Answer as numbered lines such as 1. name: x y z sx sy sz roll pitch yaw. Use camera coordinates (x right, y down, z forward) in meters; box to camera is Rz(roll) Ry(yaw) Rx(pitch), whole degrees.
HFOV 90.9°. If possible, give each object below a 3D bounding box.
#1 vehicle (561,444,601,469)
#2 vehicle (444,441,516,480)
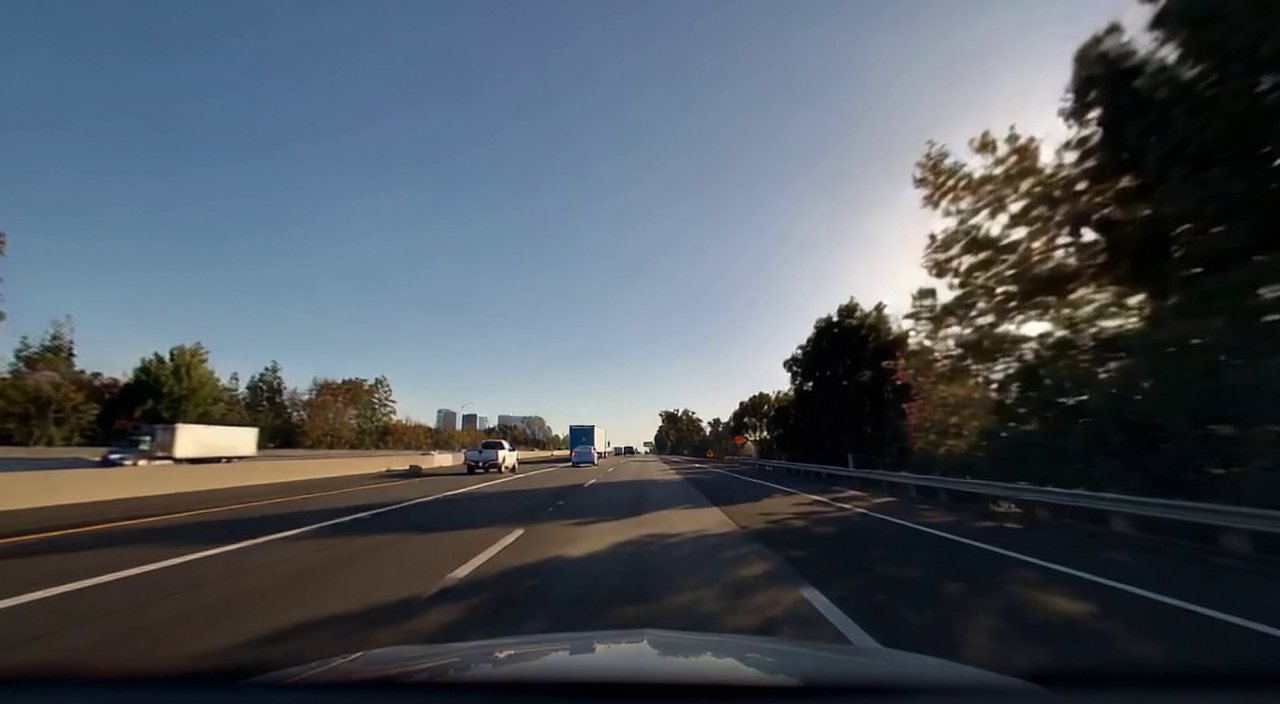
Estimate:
1. vehicle: -3.800 6.860 41.570 2.184 1.554 4.350 0 -8 1
2. vehicle: -7.156 4.877 28.693 2.075 1.646 4.405 0 -8 0
